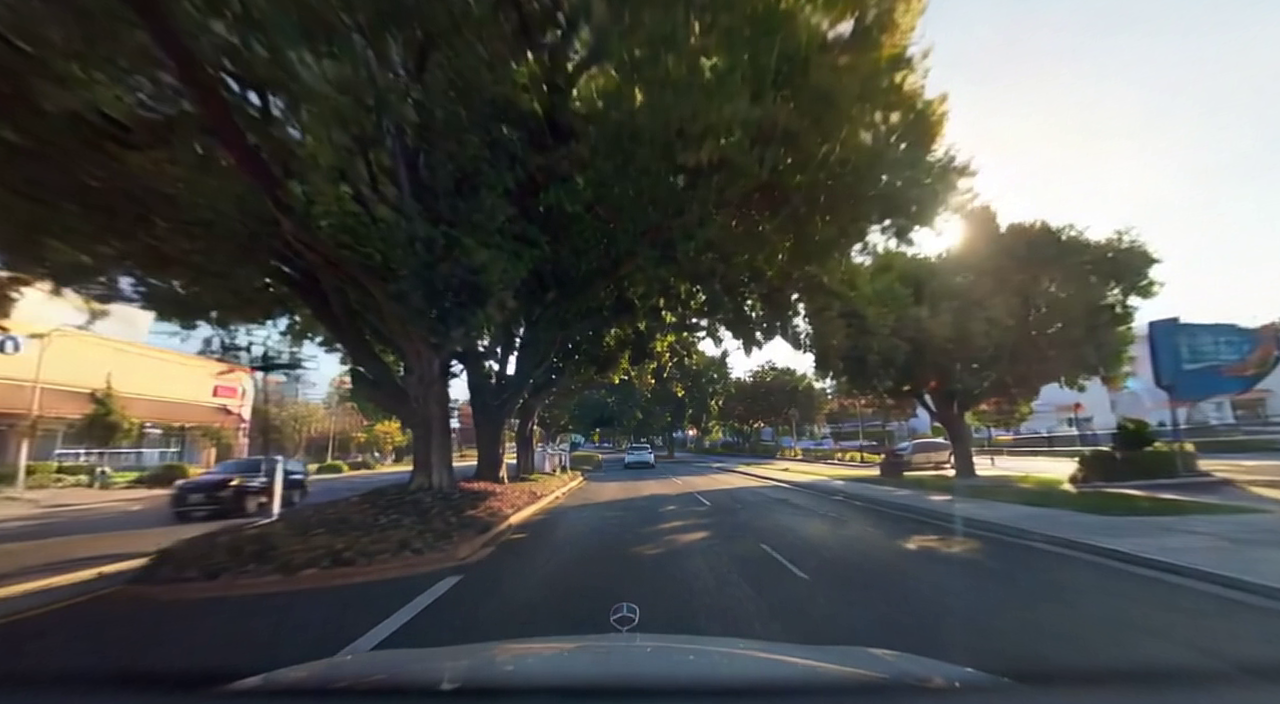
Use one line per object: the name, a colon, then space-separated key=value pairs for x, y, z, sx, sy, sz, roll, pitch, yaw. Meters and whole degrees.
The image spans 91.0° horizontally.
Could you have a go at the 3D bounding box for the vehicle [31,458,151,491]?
vehicle: x=-29.208 y=6.504 z=33.593 sx=4.367 sy=1.613 sz=2.004 roll=0 pitch=-8 yaw=-3

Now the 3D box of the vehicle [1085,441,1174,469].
vehicle: x=28.394 y=5.992 z=36.676 sx=1.898 sy=1.536 sz=4.025 roll=0 pitch=-9 yaw=0

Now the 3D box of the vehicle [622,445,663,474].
vehicle: x=0.068 y=5.653 z=33.368 sx=1.998 sy=1.452 sz=3.773 roll=0 pitch=-8 yaw=-2

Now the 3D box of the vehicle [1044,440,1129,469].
vehicle: x=25.776 y=5.951 z=36.481 sx=1.883 sy=1.524 sz=4.065 roll=-2 pitch=-9 yaw=0

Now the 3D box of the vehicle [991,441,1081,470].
vehicle: x=22.804 y=5.973 z=36.499 sx=1.955 sy=1.499 sz=4.687 roll=-2 pitch=-8 yaw=-2

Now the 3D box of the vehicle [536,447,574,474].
vehicle: x=-4.938 y=6.383 z=37.220 sx=2.033 sy=1.486 sz=3.771 roll=1 pitch=-9 yaw=-5

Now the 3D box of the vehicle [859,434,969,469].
vehicle: x=15.817 y=5.765 z=36.399 sx=5.466 sy=1.861 sz=2.135 roll=-6 pitch=-10 yaw=31
